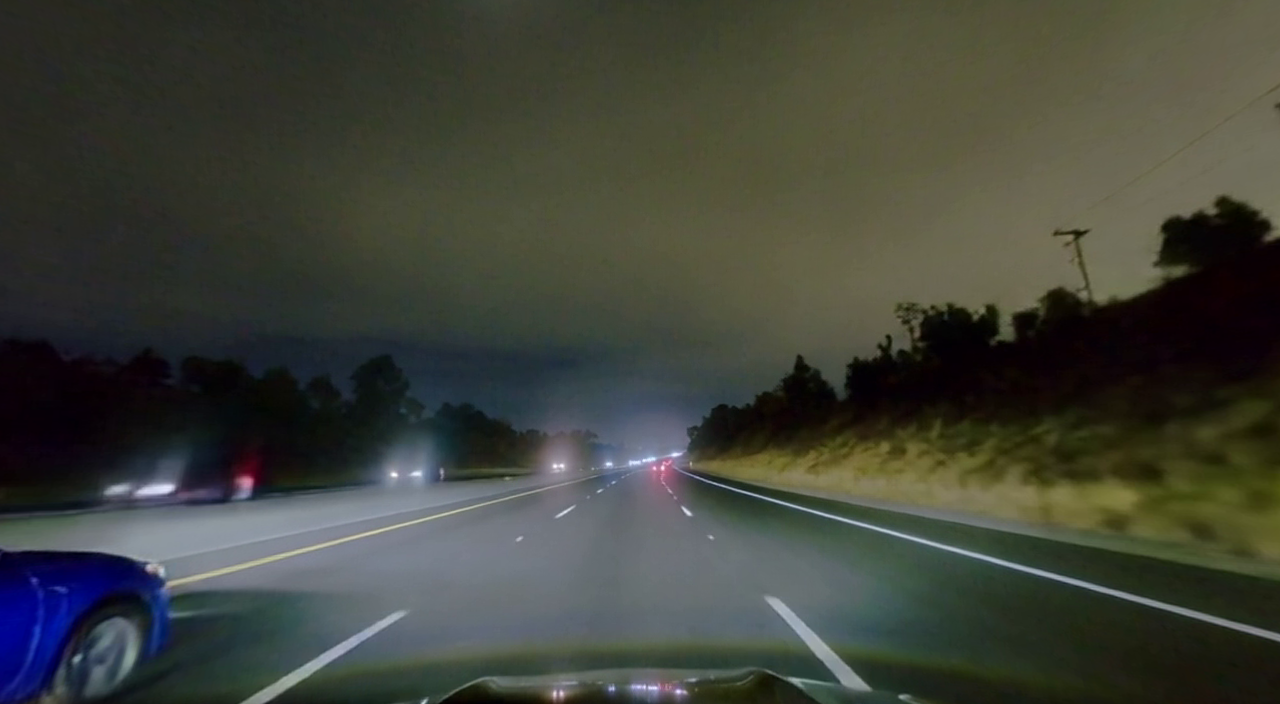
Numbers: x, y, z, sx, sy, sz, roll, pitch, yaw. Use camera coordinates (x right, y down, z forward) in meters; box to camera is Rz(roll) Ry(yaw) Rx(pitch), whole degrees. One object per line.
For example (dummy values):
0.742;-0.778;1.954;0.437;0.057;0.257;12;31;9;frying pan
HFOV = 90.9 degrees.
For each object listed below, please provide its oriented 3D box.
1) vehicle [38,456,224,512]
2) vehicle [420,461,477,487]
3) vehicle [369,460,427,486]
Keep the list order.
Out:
-15.463;4.037;19.560;1.923;1.469;4.556;1;-11;0;vehicle
-11.600;7.460;38.554;1.995;1.470;4.593;1;-11;1;vehicle
-15.630;7.818;40.923;1.926;1.550;4.360;1;-11;1;vehicle
